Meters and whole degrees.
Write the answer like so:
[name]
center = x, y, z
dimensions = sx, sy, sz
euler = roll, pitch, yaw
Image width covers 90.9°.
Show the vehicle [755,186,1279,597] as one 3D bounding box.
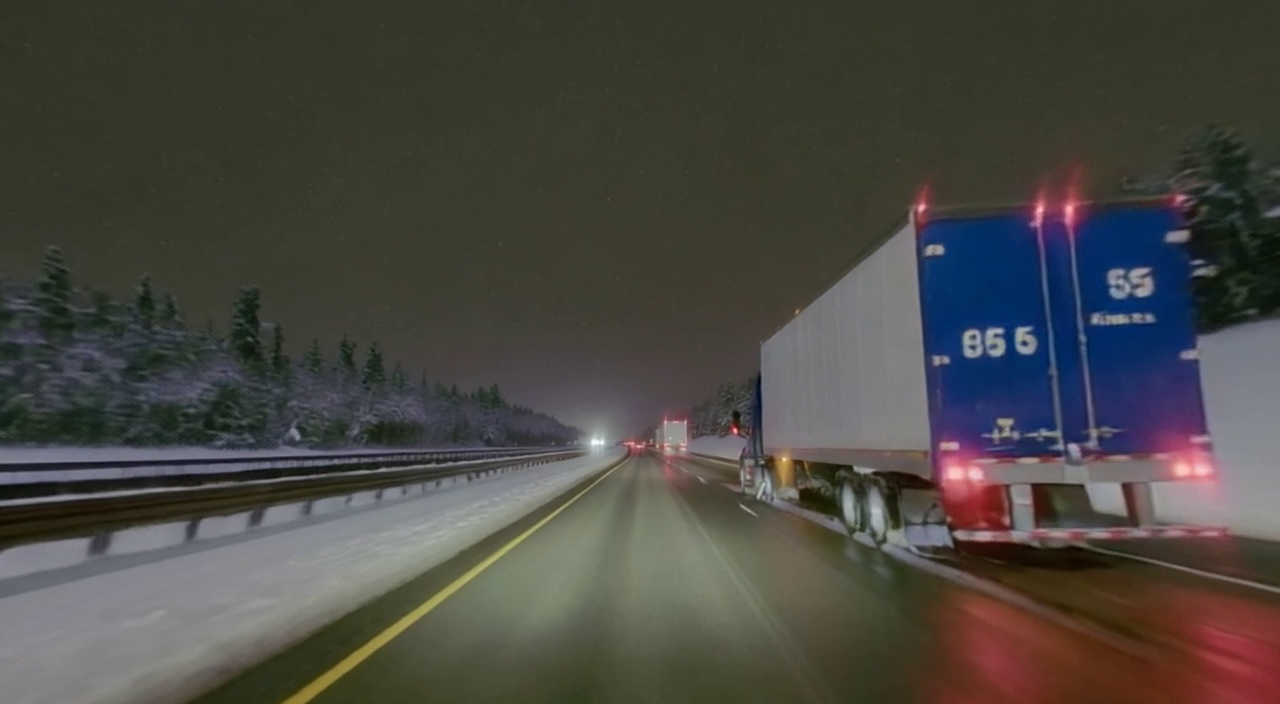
[vehicle]
center = 4.456, 1.053, 10.758
dimensions = 3.107, 3.718, 10.231
euler = 0, -9, 0
